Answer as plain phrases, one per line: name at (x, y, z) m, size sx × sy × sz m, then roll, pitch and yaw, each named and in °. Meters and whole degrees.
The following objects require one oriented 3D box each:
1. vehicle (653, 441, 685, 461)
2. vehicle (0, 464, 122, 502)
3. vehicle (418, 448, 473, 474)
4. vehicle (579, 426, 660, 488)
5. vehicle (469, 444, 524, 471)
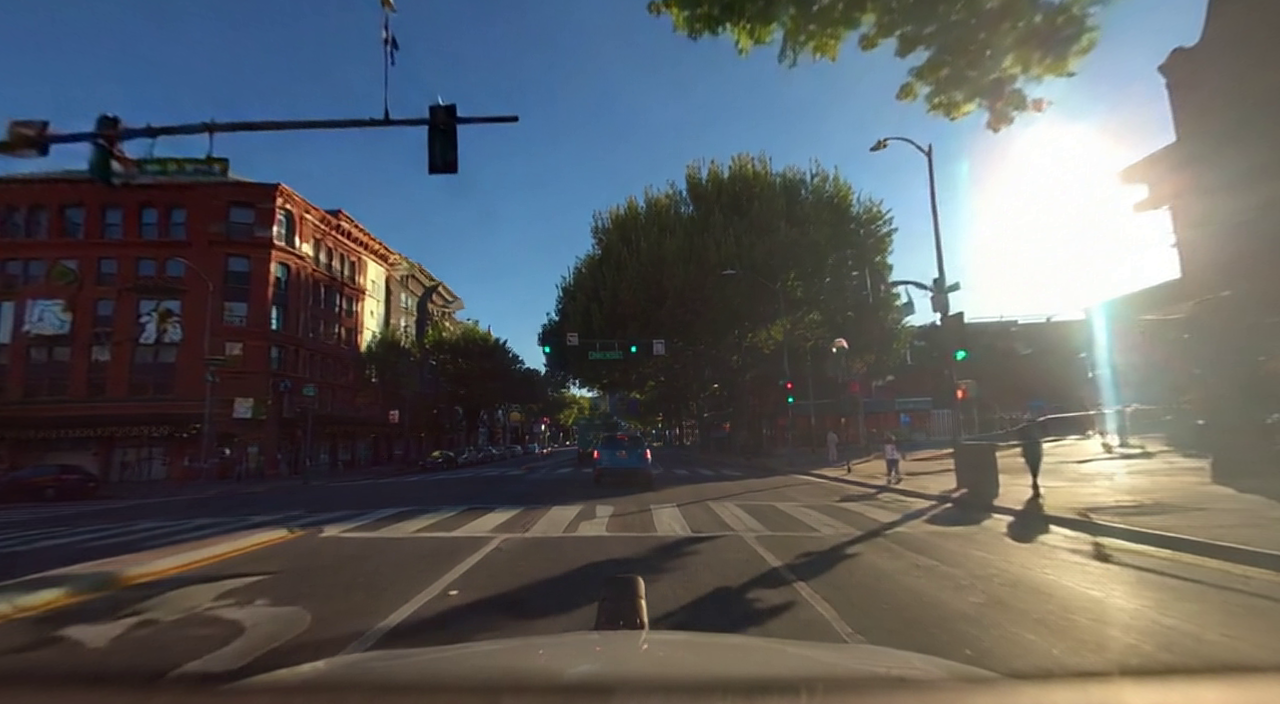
vehicle at (2.267, 7.782, 49.776) m, size 2.209 × 1.478 × 4.138 m, roll 0°, pitch -8°, yaw -2°
vehicle at (-26.124, 5.823, 28.188) m, size 4.317 × 1.524 × 1.809 m, roll 0°, pitch -8°, yaw -1°
vehicle at (-11.891, 6.685, 38.955) m, size 1.972 × 1.475 × 4.381 m, roll 0°, pitch -8°, yaw 0°
vehicle at (-0.615, 3.423, 20.823) m, size 2.382 × 1.796 × 4.610 m, roll 0°, pitch -8°, yaw 0°
vehicle at (-8.425, 6.233, 37.518) m, size 2.152 × 1.468 × 4.737 m, roll 0°, pitch -8°, yaw 0°
